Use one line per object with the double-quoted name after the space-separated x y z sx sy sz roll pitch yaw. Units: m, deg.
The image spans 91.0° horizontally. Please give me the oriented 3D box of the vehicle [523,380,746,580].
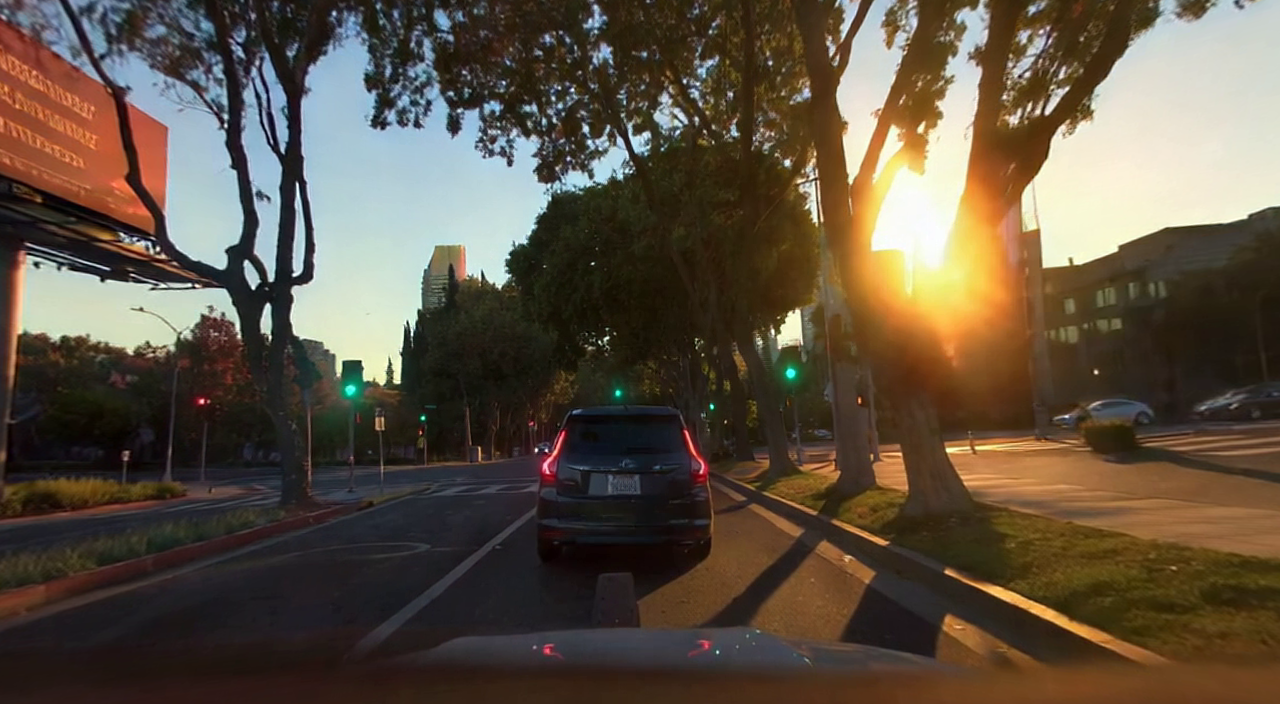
-0.054 1.508 8.063 2.142 1.904 3.816 -1 -8 0 "vehicle"
